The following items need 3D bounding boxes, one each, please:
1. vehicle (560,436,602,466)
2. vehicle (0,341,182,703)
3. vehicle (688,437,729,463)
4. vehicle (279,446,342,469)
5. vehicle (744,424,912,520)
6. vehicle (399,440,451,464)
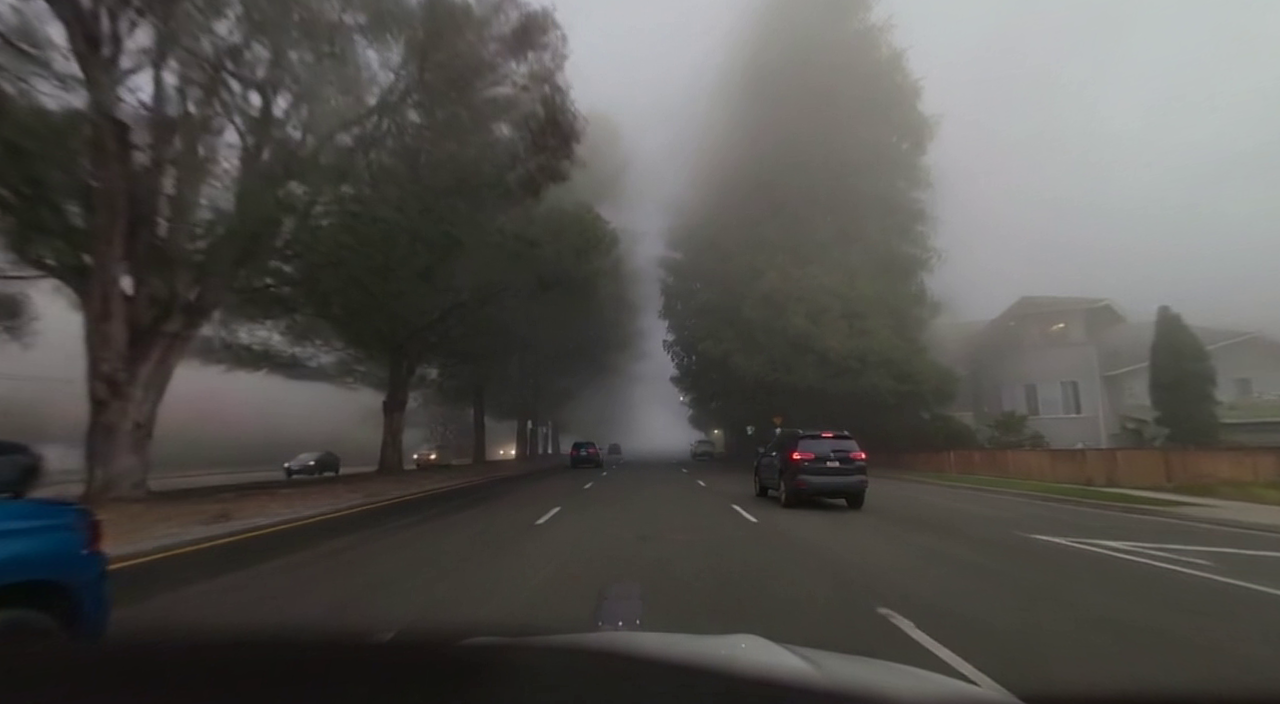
[{"bbox_3d":[-3.314,5.675,36.279,1.988,1.569,4.202,0,-8,0],"label":"vehicle"},{"bbox_3d":[-3.470,0.604,0.972,2.045,1.688,4.632,0,-8,0],"label":"vehicle"},{"bbox_3d":[4.517,6.503,42.056,2.169,1.669,4.037,0,-8,-1],"label":"vehicle"},{"bbox_3d":[-22.782,7.307,43.906,1.858,1.485,4.642,0,-8,0],"label":"vehicle"},{"bbox_3d":[3.660,2.434,13.321,2.132,1.659,4.387,0,-8,-1],"label":"vehicle"},{"bbox_3d":[-15.502,7.231,45.880,2.117,1.680,4.497,0,-8,1],"label":"vehicle"}]
